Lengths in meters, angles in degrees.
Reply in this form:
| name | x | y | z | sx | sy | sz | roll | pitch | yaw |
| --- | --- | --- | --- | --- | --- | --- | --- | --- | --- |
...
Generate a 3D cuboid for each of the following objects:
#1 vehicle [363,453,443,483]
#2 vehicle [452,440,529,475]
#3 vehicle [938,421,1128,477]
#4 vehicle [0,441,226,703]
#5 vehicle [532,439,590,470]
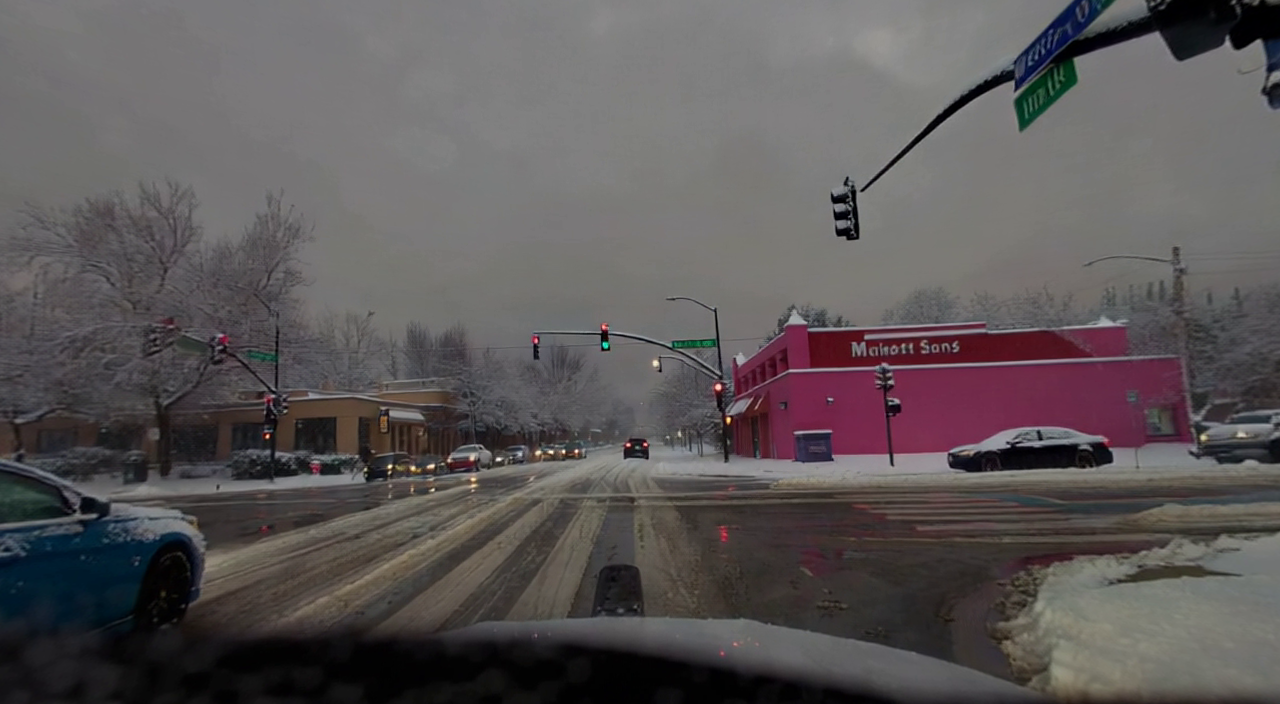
| name | x | y | z | sx | sy | sz | roll | pitch | yaw |
| --- | --- | --- | --- | --- | --- | --- | --- | --- | --- |
| vehicle | -12.616 | 6.167 | 33.855 | 1.976 | 1.425 | 4.567 | -1 | -9 | 9 |
| vehicle | -8.405 | 5.973 | 36.045 | 2.152 | 1.825 | 5.406 | -2 | -9 | 12 |
| vehicle | 11.552 | 2.891 | 18.802 | 4.355 | 1.546 | 1.820 | -1 | -9 | 6 |
| vehicle | -3.744 | 0.967 | 2.142 | 1.759 | 1.325 | 4.295 | 0 | -9 | 0 |
| vehicle | -4.524 | 5.977 | 36.870 | 1.928 | 1.647 | 4.575 | -2 | -9 | 13 |
